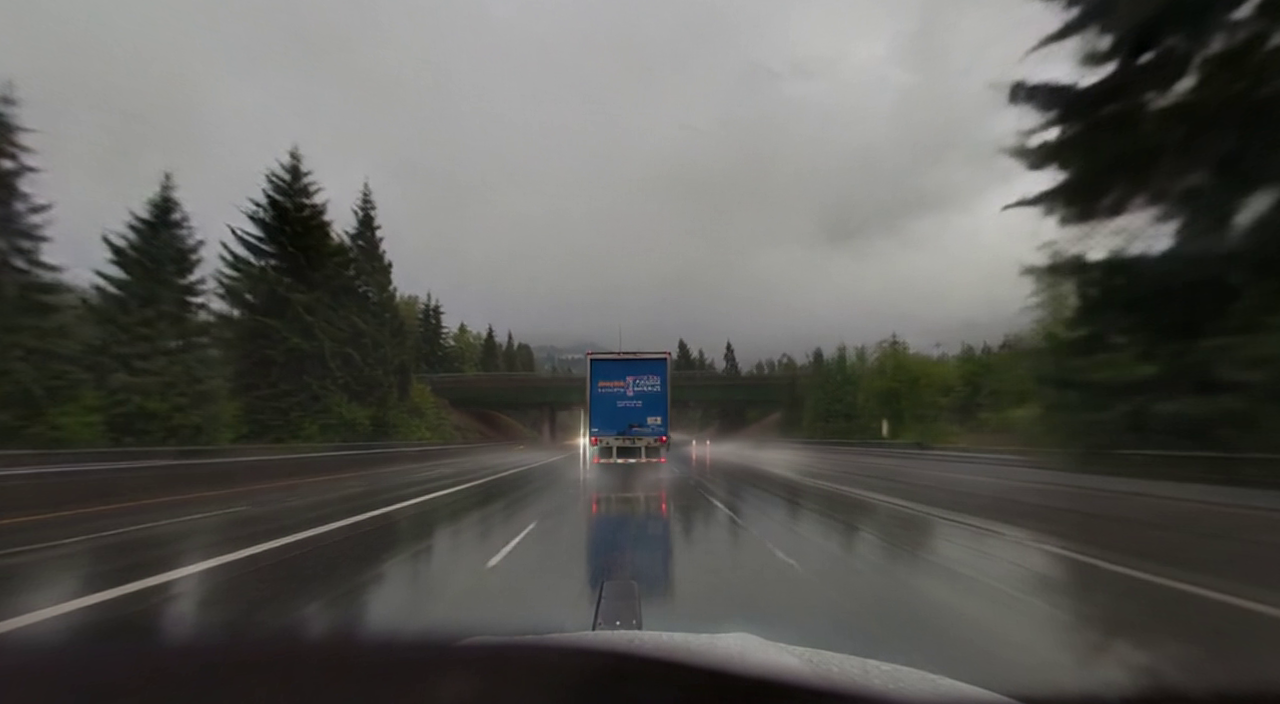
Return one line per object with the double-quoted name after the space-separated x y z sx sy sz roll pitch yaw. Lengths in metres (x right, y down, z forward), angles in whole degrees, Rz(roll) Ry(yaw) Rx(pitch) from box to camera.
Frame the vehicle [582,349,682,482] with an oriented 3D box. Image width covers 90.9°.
-0.467 2.501 23.545 2.895 3.861 10.213 0 -8 -3 "vehicle"
